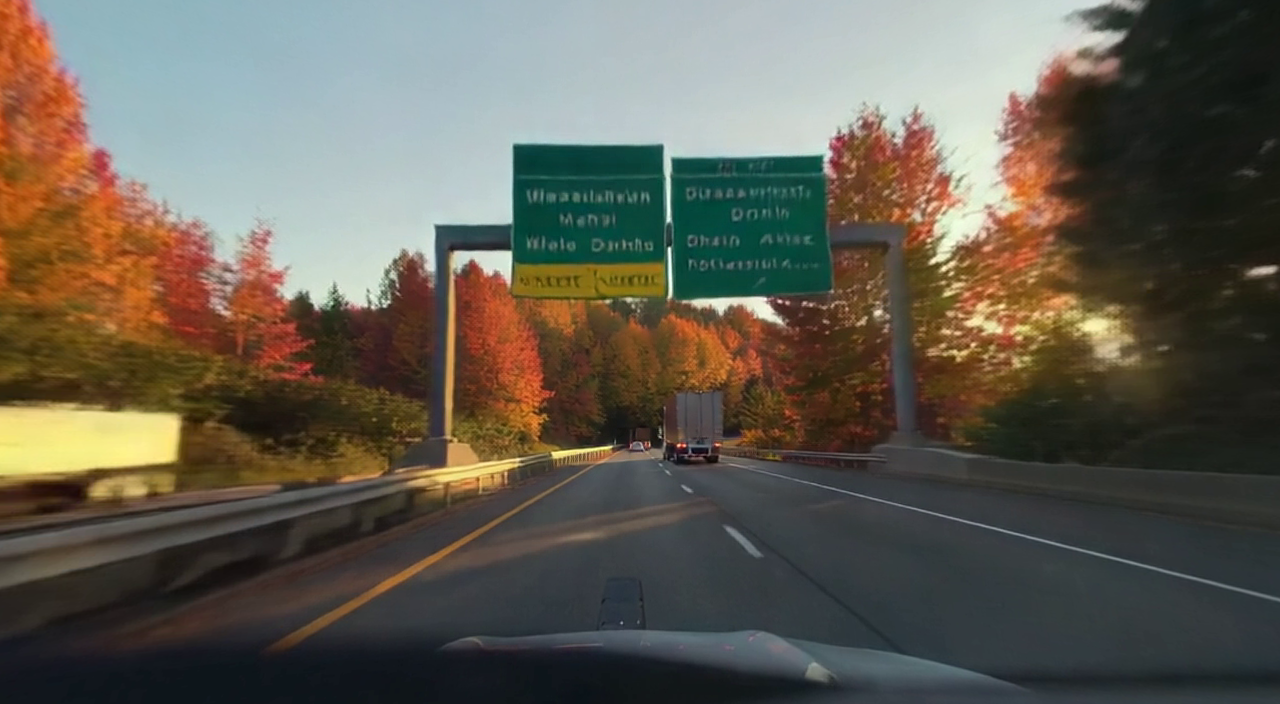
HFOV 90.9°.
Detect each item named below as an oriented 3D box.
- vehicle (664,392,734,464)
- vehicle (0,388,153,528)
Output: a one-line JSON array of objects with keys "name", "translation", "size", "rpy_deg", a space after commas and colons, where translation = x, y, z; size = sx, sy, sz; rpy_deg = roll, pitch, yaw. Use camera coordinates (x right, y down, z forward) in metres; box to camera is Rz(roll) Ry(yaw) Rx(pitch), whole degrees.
[{"name": "vehicle", "translation": [3.703, 5.451, 43.853], "size": [3.357, 4.101, 14.659], "rpy_deg": [0, -8, 0]}, {"name": "vehicle", "translation": [-13.372, 2.006, 11.968], "size": [2.497, 2.625, 7.038], "rpy_deg": [0, -8, 1]}]
